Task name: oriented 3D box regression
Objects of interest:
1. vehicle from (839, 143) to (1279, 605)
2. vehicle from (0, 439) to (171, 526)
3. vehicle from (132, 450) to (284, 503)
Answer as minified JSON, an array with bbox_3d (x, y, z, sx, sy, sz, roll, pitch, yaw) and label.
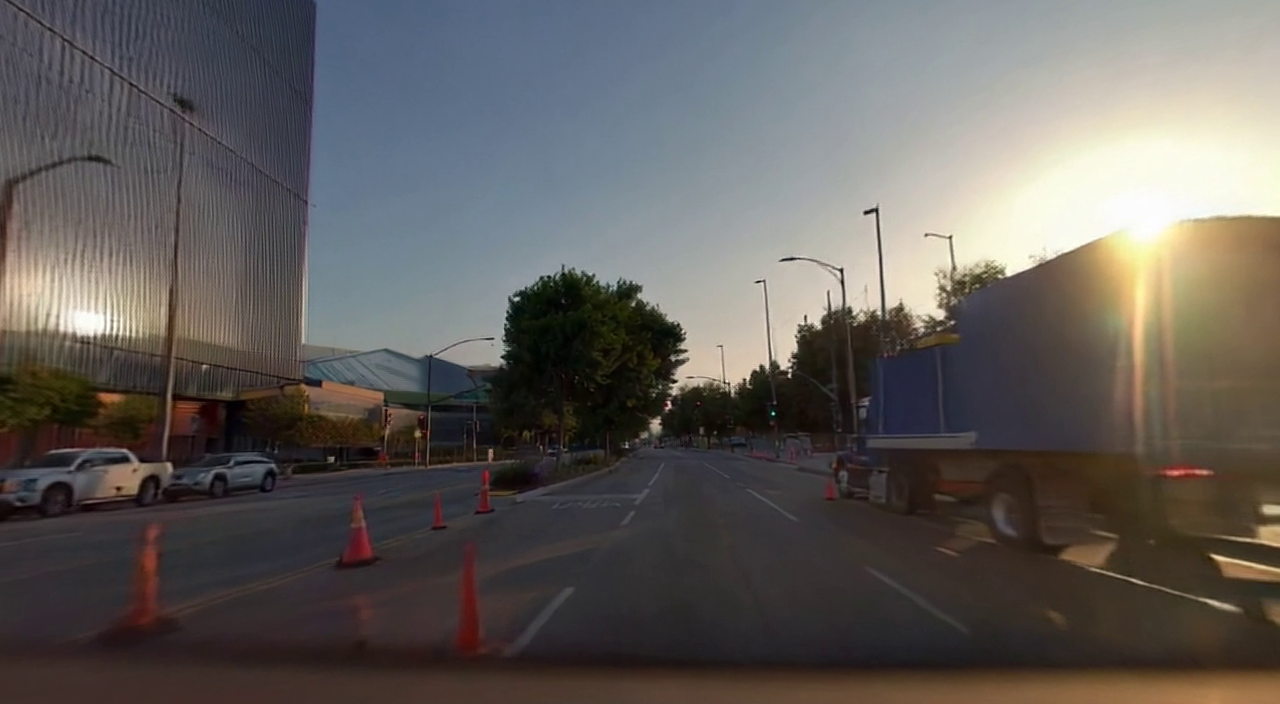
[{"bbox_3d":[6.247,0.800,10.136,3.176,3.913,9.805,0,-8,2],"label":"vehicle"},{"bbox_3d":[-15.652,3.387,17.119,1.937,1.984,4.928,0,-8,2],"label":"vehicle"},{"bbox_3d":[-15.431,4.432,22.973,1.925,1.665,4.893,0,-8,2],"label":"vehicle"}]
